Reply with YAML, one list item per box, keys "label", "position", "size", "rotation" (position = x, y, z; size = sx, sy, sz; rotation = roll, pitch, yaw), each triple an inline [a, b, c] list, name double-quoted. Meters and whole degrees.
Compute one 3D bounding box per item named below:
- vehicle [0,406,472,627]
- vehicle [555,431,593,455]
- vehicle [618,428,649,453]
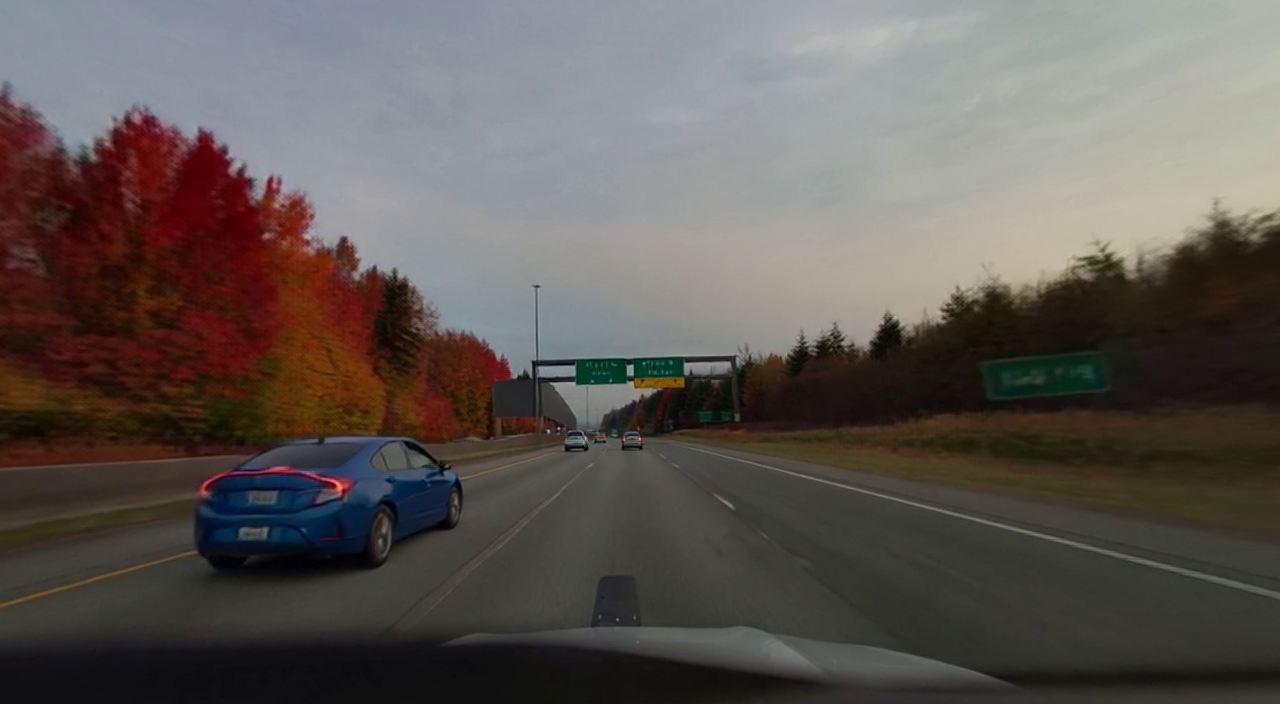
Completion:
- label: "vehicle"
  position: [-3.417, 1.450, 6.701]
  size: [1.989, 1.497, 4.645]
  rotation: [0, -8, 0]
- label: "vehicle"
  position: [-4.344, 6.023, 41.733]
  size: [2.071, 1.524, 4.398]
  rotation: [0, -8, 0]
- label: "vehicle"
  position: [-0.483, 6.170, 43.841]
  size: [2.054, 1.609, 3.859]
  rotation: [0, -8, -1]
